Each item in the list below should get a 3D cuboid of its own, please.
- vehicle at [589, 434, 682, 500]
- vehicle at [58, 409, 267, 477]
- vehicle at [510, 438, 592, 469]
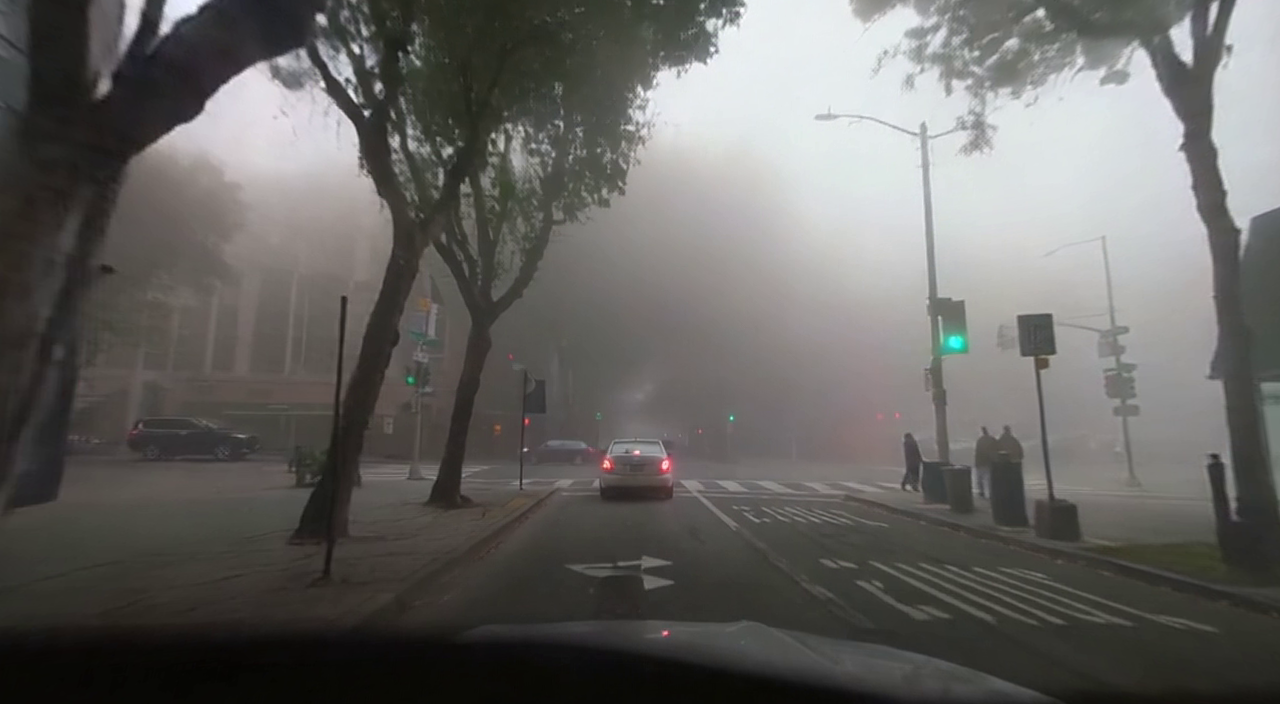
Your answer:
[{"bbox_3d":[-0.165,2.956,16.698,2.106,1.482,4.459,0,-9,-2],"label":"vehicle"},{"bbox_3d":[-17.958,3.472,24.080,5.858,2.396,2.319,1,-9,-2],"label":"vehicle"},{"bbox_3d":[-4.721,5.302,33.162,1.871,1.468,4.627,8,-12,-44],"label":"vehicle"}]
